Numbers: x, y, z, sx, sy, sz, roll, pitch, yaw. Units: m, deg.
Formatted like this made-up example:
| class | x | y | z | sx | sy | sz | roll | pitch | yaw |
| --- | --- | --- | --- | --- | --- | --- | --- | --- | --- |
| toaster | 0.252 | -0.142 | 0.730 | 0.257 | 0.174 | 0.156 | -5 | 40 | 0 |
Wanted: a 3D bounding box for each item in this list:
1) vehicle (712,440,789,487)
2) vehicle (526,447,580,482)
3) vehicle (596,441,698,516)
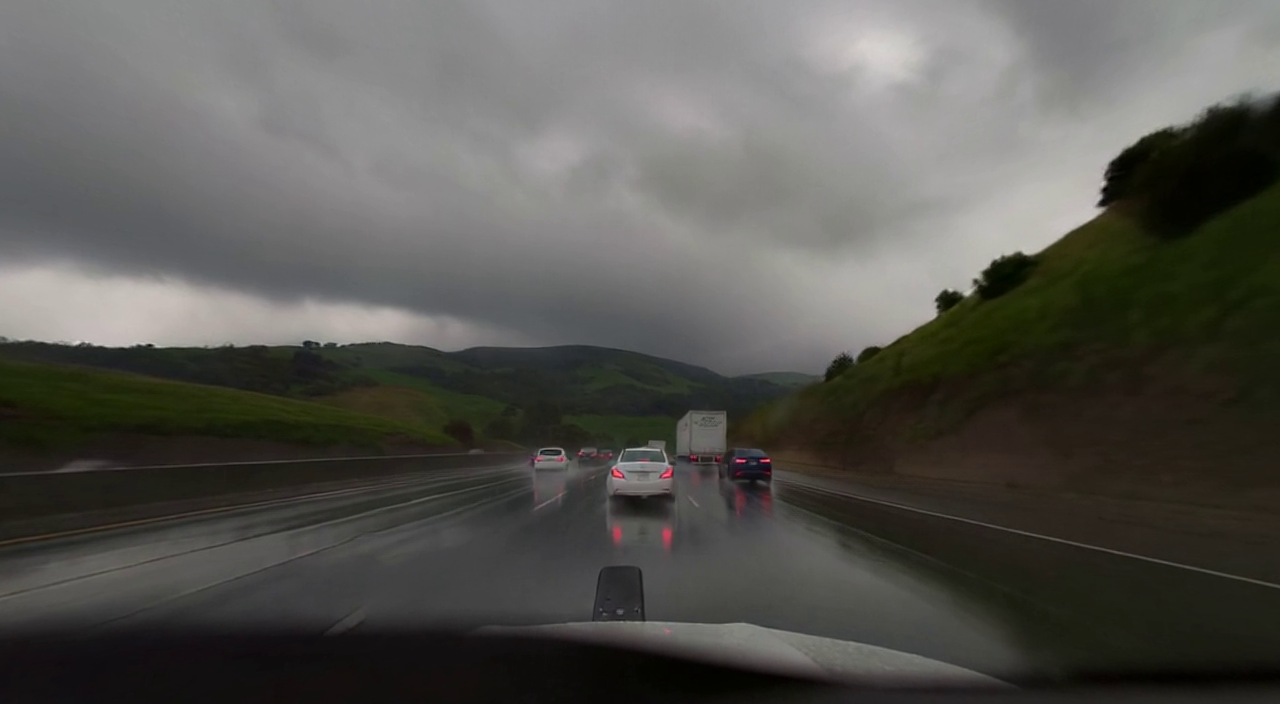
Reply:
| class | x | y | z | sx | sy | sz | roll | pitch | yaw |
| --- | --- | --- | --- | --- | --- | --- | --- | --- | --- |
| vehicle | 4.059 | 4.200 | 23.977 | 2.029 | 1.579 | 4.484 | 0 | -9 | -1 |
| vehicle | -3.879 | 5.091 | 28.778 | 1.848 | 1.486 | 3.832 | -1 | -9 | 2 |
| vehicle | 0.147 | 2.850 | 14.559 | 2.041 | 1.484 | 3.535 | 0 | -9 | 0 |
